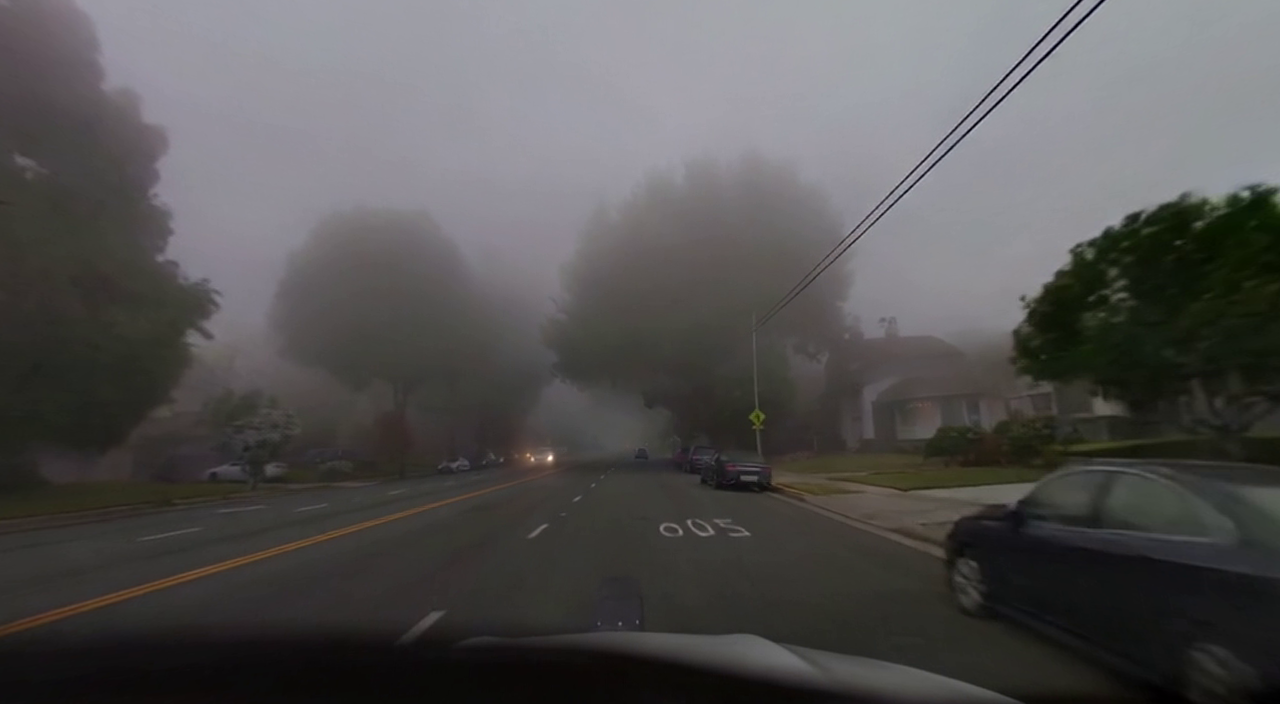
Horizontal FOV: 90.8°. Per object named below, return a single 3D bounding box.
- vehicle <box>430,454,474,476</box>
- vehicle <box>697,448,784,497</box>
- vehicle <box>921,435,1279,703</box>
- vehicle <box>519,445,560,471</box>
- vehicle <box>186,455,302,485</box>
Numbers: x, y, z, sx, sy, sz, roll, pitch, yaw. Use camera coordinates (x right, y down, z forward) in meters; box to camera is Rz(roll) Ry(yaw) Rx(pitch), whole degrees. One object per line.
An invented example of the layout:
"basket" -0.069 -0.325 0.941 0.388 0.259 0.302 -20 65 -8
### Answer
"vehicle" -14.050 8.456 47.469 2.021 1.513 4.568 0 -9 -1
"vehicle" 3.326 4.105 22.022 2.158 1.477 5.135 0 -9 0
"vehicle" 3.534 1.222 3.488 2.009 1.468 4.414 0 -9 1
"vehicle" -7.288 7.743 46.409 2.120 1.726 5.445 0 -9 0
"vehicle" -21.289 6.337 34.096 4.870 1.529 2.004 0 -9 0
